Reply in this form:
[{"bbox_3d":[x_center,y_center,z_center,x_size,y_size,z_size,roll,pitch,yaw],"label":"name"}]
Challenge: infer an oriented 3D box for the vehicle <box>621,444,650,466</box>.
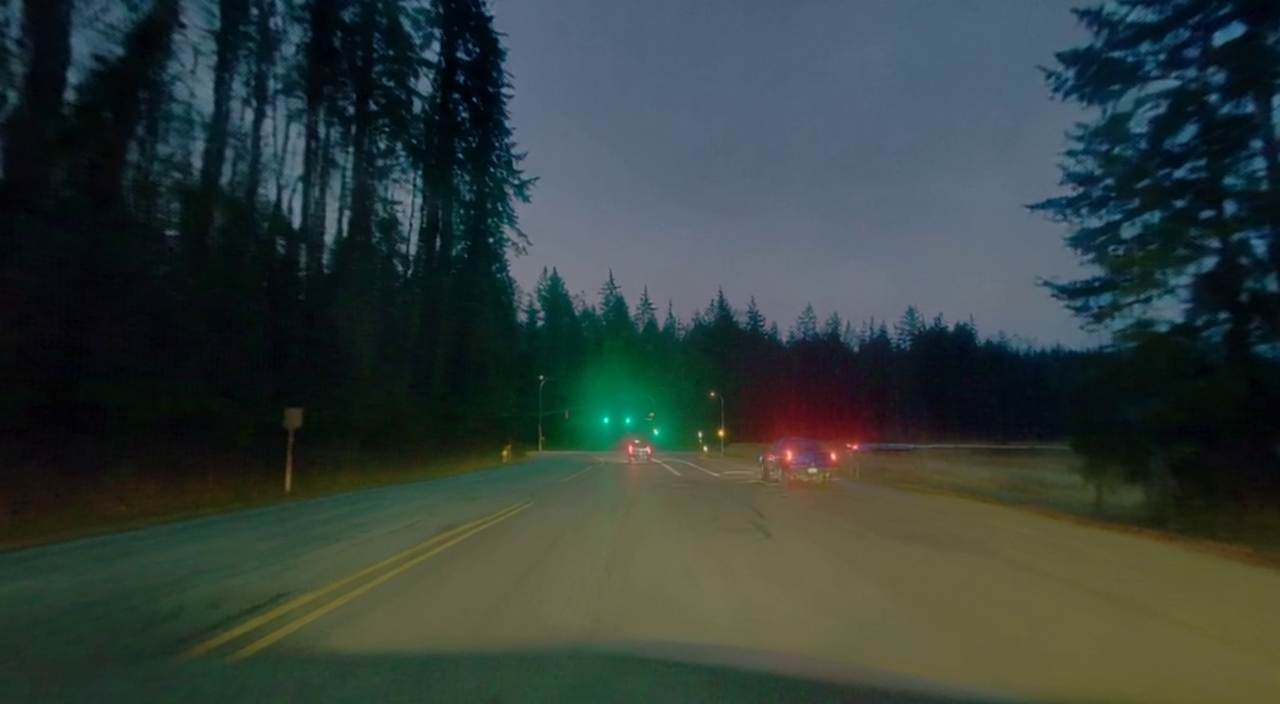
[{"bbox_3d":[-0.310,7.384,45.588,2.042,1.489,3.963,0,-9,0],"label":"vehicle"}]
